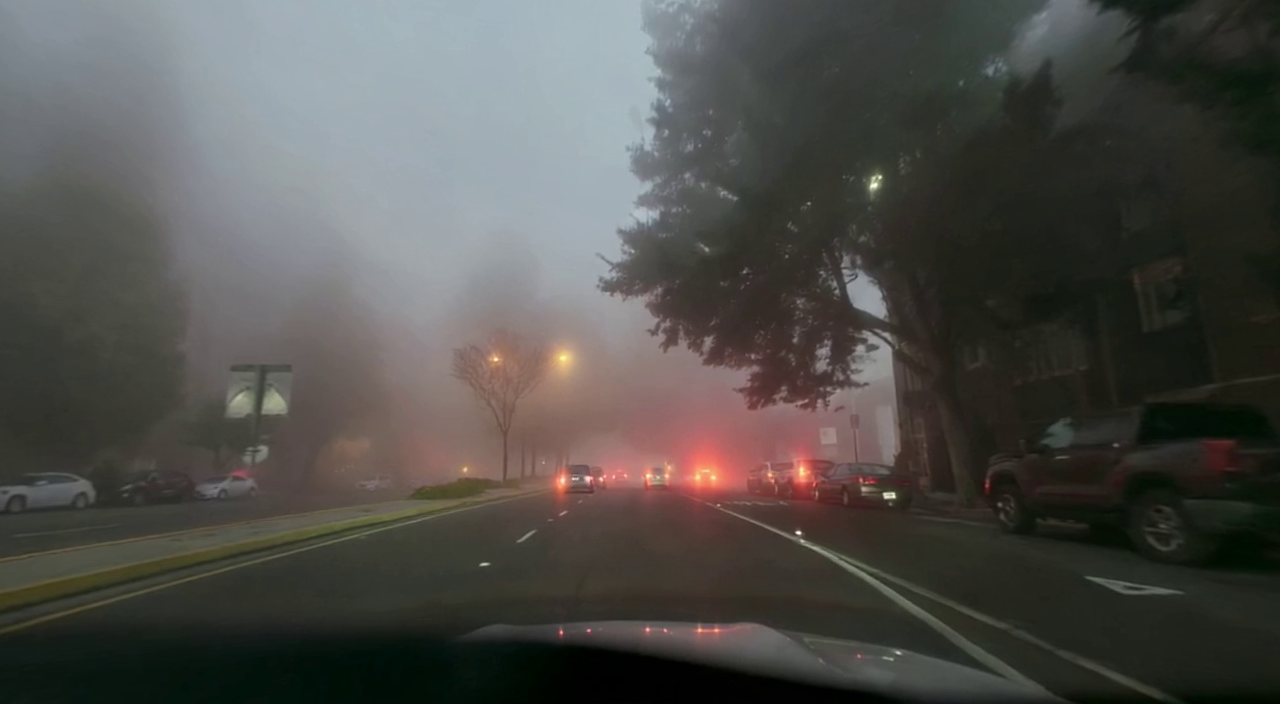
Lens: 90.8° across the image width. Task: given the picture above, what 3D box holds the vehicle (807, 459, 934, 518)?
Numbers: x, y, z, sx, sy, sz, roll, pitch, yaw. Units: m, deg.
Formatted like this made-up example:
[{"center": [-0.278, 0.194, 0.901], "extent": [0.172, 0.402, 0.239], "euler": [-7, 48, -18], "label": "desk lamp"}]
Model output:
[{"center": [6.902, 4.101, 19.475], "extent": [2.269, 1.506, 4.152], "euler": [0, -8, -1], "label": "vehicle"}]

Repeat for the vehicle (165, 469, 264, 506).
[{"center": [-21.955, 6.997, 32.862], "extent": [1.999, 1.562, 4.803], "euler": [0, -8, -3], "label": "vehicle"}]

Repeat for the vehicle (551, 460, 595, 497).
[{"center": [-4.007, 7.632, 38.566], "extent": [2.223, 1.957, 4.845], "euler": [0, -8, 0], "label": "vehicle"}]

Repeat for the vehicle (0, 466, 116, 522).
[{"center": [-21.474, 4.925, 22.262], "extent": [1.943, 1.642, 4.818], "euler": [0, -8, -2], "label": "vehicle"}]

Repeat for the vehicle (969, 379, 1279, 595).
[{"center": [7.500, 1.716, 8.947], "extent": [2.582, 2.116, 5.419], "euler": [0, -8, -2], "label": "vehicle"}]

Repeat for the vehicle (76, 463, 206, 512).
[{"center": [-21.789, 5.896, 27.872], "extent": [2.270, 1.830, 4.409], "euler": [0, -8, -3], "label": "vehicle"}]

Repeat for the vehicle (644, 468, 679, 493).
[{"center": [1.535, 9.509, 46.933], "extent": [2.201, 1.589, 3.843], "euler": [0, -8, -4], "label": "vehicle"}]
